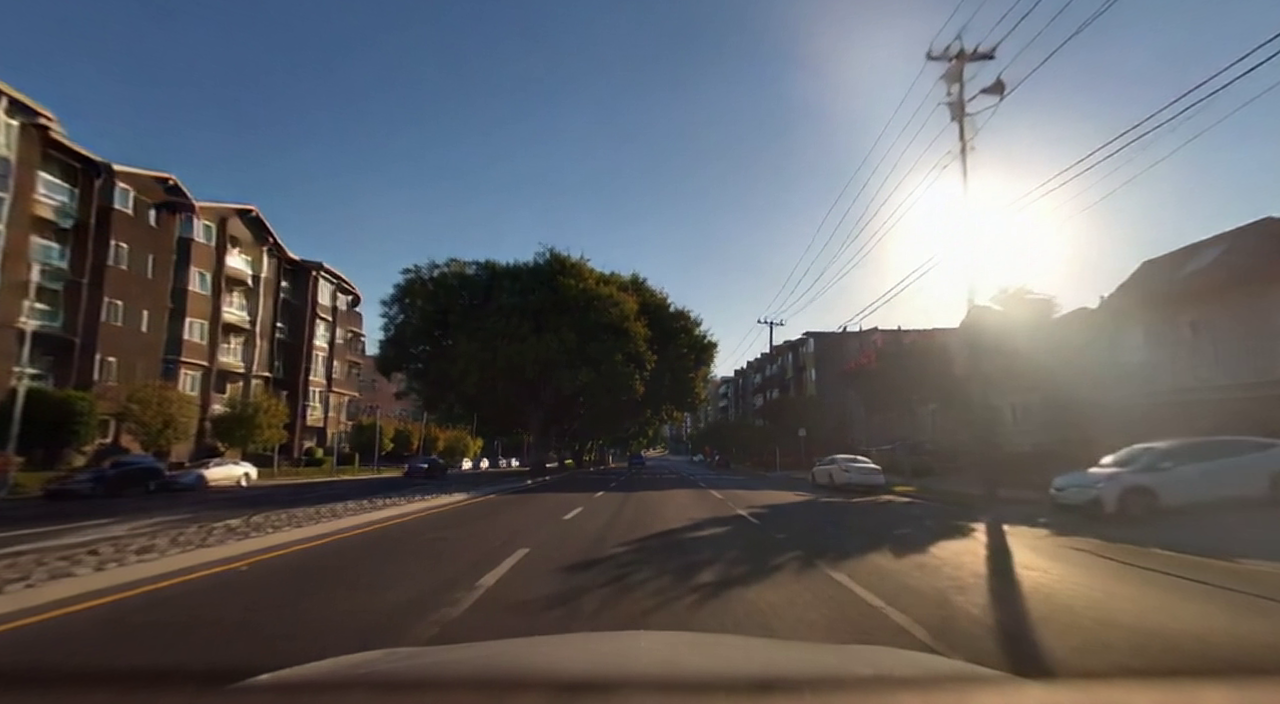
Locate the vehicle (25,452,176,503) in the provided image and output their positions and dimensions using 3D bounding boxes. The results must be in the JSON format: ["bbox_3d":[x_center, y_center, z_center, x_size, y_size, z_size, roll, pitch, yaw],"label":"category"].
[{"bbox_3d":[-21.867,5.049,25.883,1.895,1.798,4.703,0,-8,2],"label":"vehicle"}]

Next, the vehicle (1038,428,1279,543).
[{"bbox_3d":[9.423,2.137,10.441,4.194,1.682,2.061,-1,-8,3],"label":"vehicle"}]

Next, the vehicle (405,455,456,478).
[{"bbox_3d":[-14.798,8.126,44.827,1.873,1.469,4.442,-1,-8,3],"label":"vehicle"}]

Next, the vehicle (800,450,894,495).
[{"bbox_3d":[7.633,4.448,23.732,1.986,1.467,4.412,0,-8,-1],"label":"vehicle"}]

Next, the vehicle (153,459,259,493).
[{"bbox_3d":[-21.818,6.226,31.998,1.906,1.487,4.773,0,-8,1],"label":"vehicle"}]
